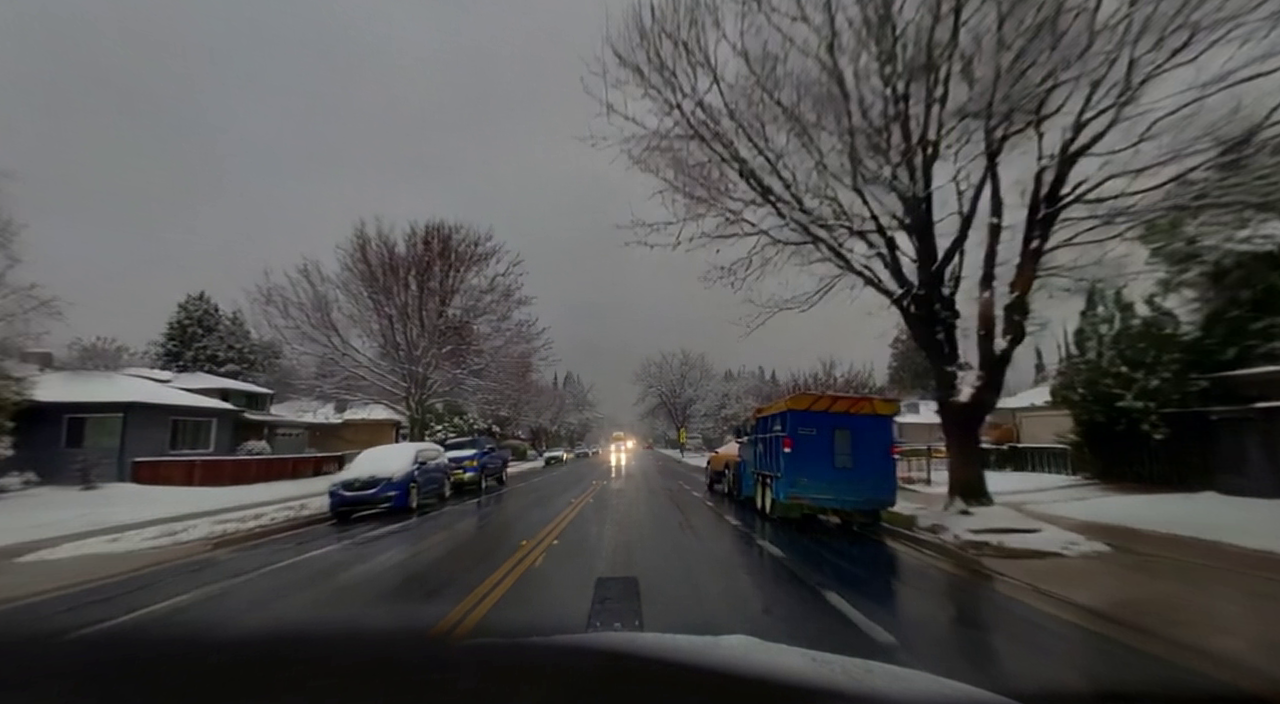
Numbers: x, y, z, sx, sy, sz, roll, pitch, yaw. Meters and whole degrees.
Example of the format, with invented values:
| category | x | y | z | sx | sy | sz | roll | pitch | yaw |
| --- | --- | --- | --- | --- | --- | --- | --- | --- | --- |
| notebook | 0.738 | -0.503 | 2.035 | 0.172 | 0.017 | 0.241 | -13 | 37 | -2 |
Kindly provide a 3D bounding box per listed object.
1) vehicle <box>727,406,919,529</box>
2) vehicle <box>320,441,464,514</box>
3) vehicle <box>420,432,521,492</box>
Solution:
| category | x | y | z | sx | sy | sz | roll | pitch | yaw |
| --- | --- | --- | --- | --- | --- | --- | --- | --- | --- |
| vehicle | 3.462 | 2.355 | 13.496 | 2.332 | 2.044 | 5.695 | 0 | -9 | -1 |
| vehicle | -6.838 | 3.489 | 18.213 | 2.005 | 1.785 | 5.179 | 0 | -8 | 1 |
| vehicle | -6.483 | 4.290 | 25.003 | 2.302 | 2.059 | 5.758 | 0 | -8 | 1 |
